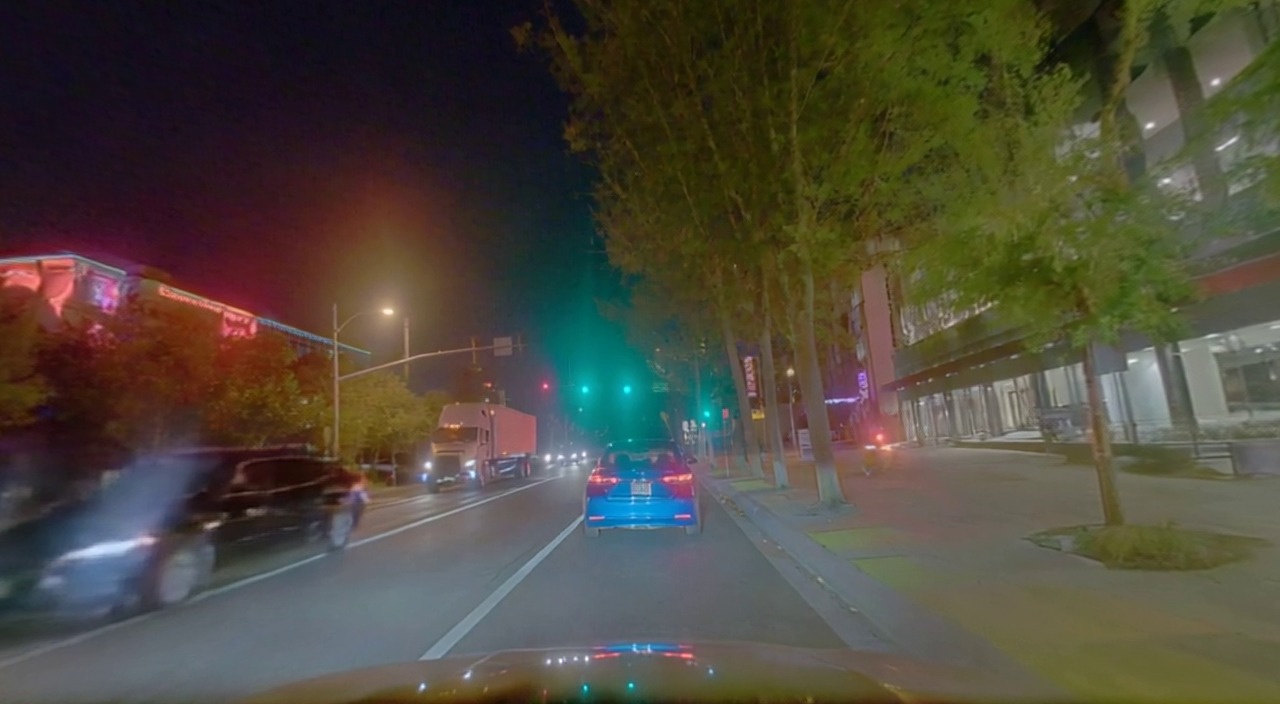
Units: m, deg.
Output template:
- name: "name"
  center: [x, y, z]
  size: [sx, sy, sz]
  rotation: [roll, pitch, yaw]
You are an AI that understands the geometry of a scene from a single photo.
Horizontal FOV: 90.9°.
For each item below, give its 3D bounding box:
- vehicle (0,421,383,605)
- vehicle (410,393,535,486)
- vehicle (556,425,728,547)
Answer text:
- name: "vehicle"
  center: [-6.416, 2.088, 9.508]
  size: [2.402, 1.852, 6.057]
  rotation: [0, -8, 2]
- name: "vehicle"
  center: [-8.151, 4.605, 32.845]
  size: [2.986, 3.933, 11.600]
  rotation: [0, -8, 2]
- name: "vehicle"
  center: [0.074, 1.936, 9.735]
  size: [2.094, 1.478, 3.922]
  rotation: [0, -8, 2]
